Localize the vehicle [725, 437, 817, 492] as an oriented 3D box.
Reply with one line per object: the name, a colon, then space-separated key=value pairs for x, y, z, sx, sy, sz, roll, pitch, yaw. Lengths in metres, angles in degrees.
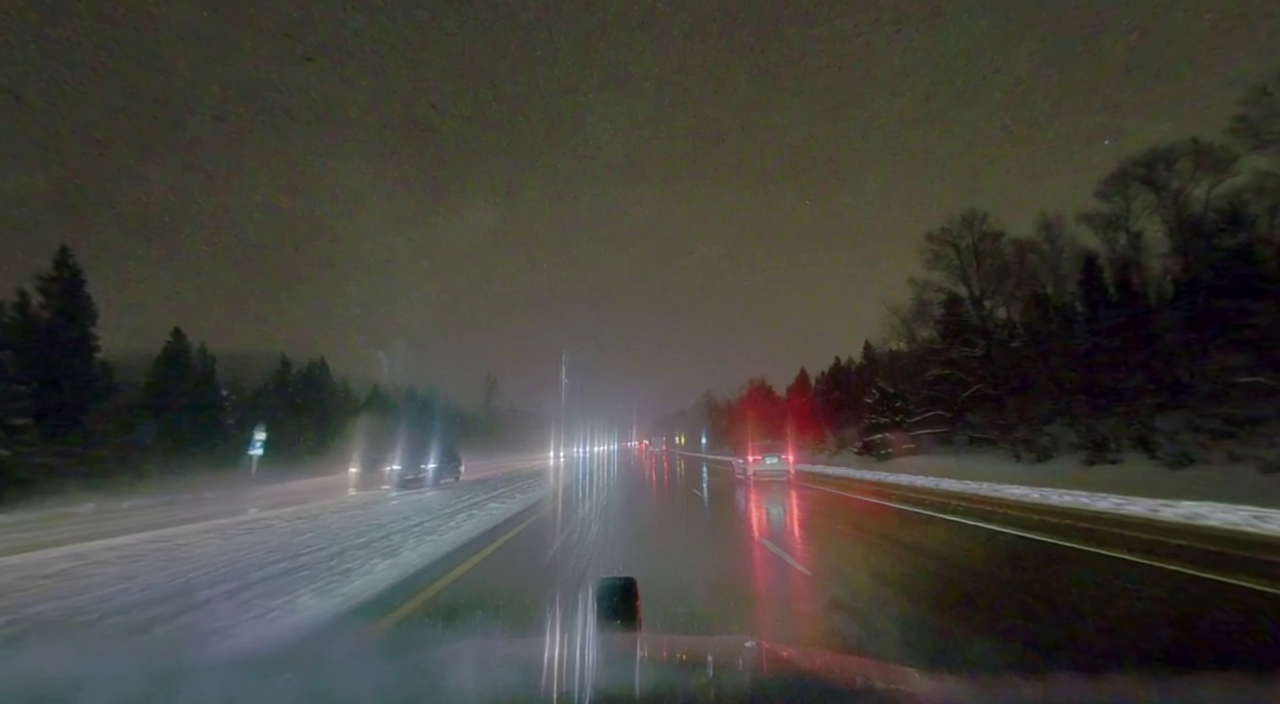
vehicle: x=4.054 y=3.555 z=20.099 sx=2.001 sy=1.555 sz=4.098 roll=0 pitch=-9 yaw=0

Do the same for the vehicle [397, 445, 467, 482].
vehicle: x=-9.953 y=5.361 z=30.401 sx=1.989 sy=1.630 sz=4.358 roll=0 pitch=-9 yaw=-1

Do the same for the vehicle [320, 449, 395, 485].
vehicle: x=-14.096 y=5.741 z=31.604 sx=1.966 sy=1.626 sz=4.331 roll=0 pitch=-9 yaw=-3
